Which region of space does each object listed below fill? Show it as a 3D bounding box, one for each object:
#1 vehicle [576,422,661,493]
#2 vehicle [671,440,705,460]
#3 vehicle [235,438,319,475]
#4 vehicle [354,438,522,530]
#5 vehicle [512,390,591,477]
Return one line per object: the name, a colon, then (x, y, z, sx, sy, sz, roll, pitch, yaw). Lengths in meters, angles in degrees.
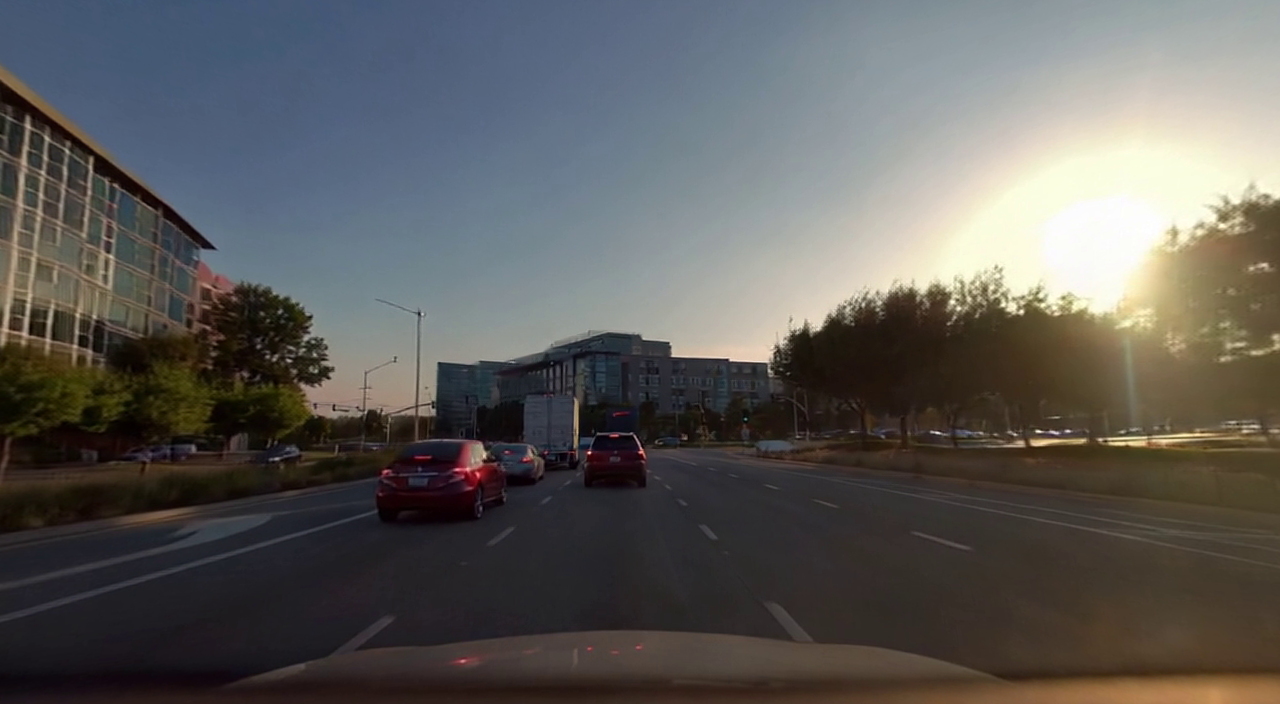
vehicle: (-0.660, 3.155, 19.224, 2.260, 1.872, 4.578, 0, -8, -2)
vehicle: (3.732, 7.626, 49.365, 1.967, 1.480, 4.286, 1, -8, -5)
vehicle: (-19.683, 5.684, 34.516, 2.089, 1.861, 4.615, 1, -8, -4)
vehicle: (-3.654, 2.433, 12.342, 1.904, 1.460, 4.300, 0, -8, -1)
vehicle: (-4.380, 4.526, 34.277, 2.918, 3.741, 13.683, 0, -8, -3)
